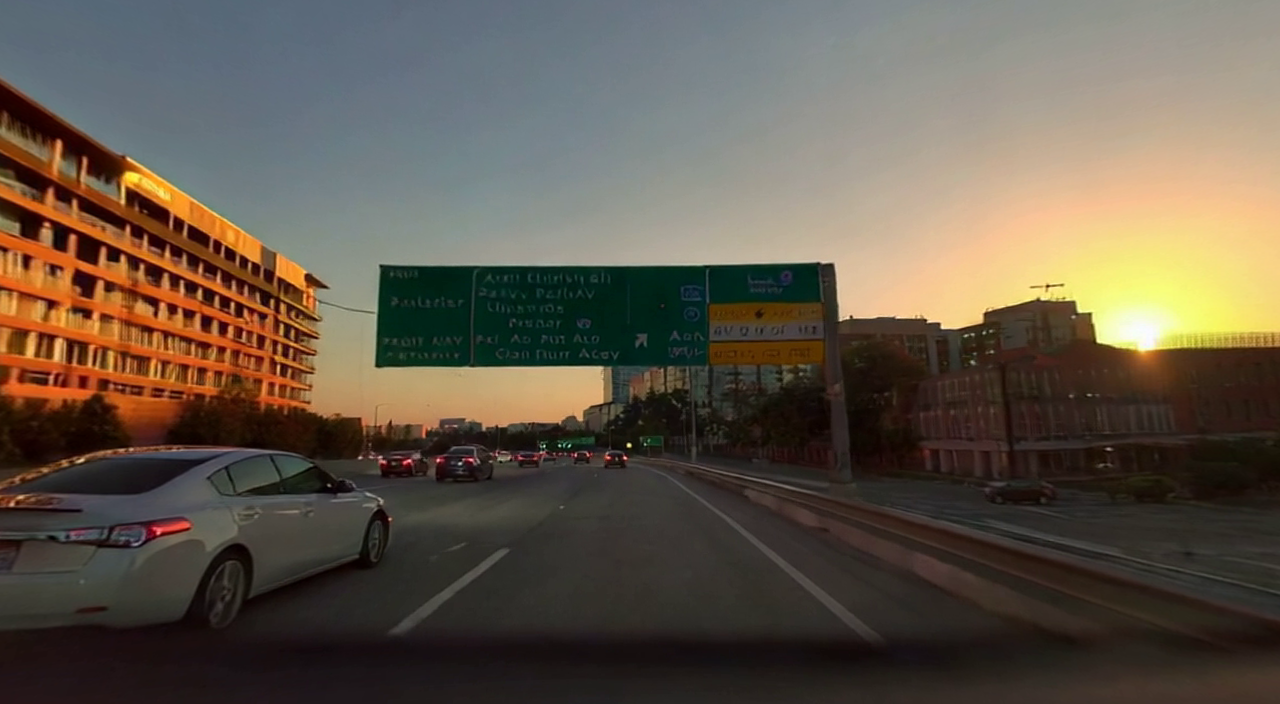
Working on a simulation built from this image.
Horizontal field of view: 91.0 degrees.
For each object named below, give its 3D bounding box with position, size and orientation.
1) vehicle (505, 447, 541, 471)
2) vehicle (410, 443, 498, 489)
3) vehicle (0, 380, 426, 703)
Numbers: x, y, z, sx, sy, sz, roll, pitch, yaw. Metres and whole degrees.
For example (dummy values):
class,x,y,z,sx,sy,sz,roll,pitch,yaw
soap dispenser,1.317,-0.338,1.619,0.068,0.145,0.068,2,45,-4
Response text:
class,x,y,z,sx,sy,sz,roll,pitch,yaw
vehicle,-8.957,8.200,48.534,2.065,1.689,4.399,0,-9,-2
vehicle,-7.194,4.436,24.883,2.075,1.642,4.638,0,-9,0
vehicle,-3.605,1.330,5.149,2.036,1.717,4.592,0,-9,1
